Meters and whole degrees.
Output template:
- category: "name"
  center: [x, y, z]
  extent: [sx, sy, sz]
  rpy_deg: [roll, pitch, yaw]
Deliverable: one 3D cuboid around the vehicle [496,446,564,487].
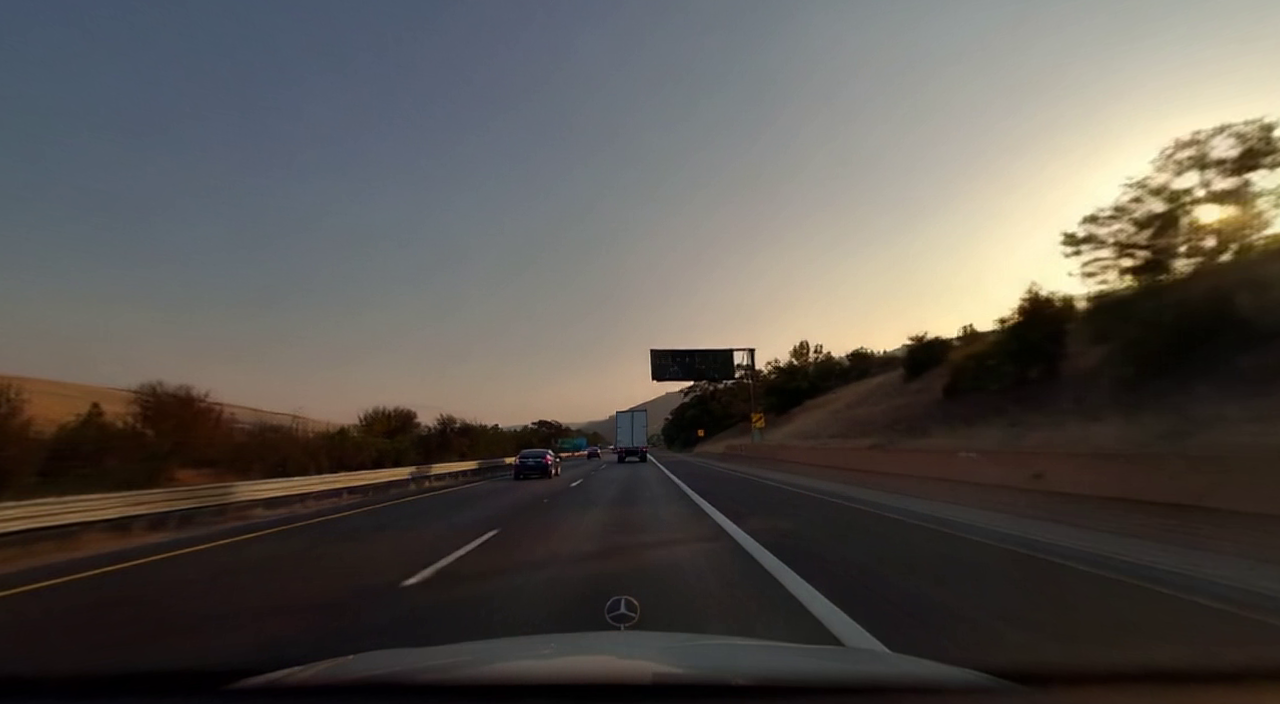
- category: "vehicle"
  center: [-4.353, 4.605, 25.623]
  extent: [1.978, 1.507, 4.062]
  rpy_deg: [0, -9, 1]
